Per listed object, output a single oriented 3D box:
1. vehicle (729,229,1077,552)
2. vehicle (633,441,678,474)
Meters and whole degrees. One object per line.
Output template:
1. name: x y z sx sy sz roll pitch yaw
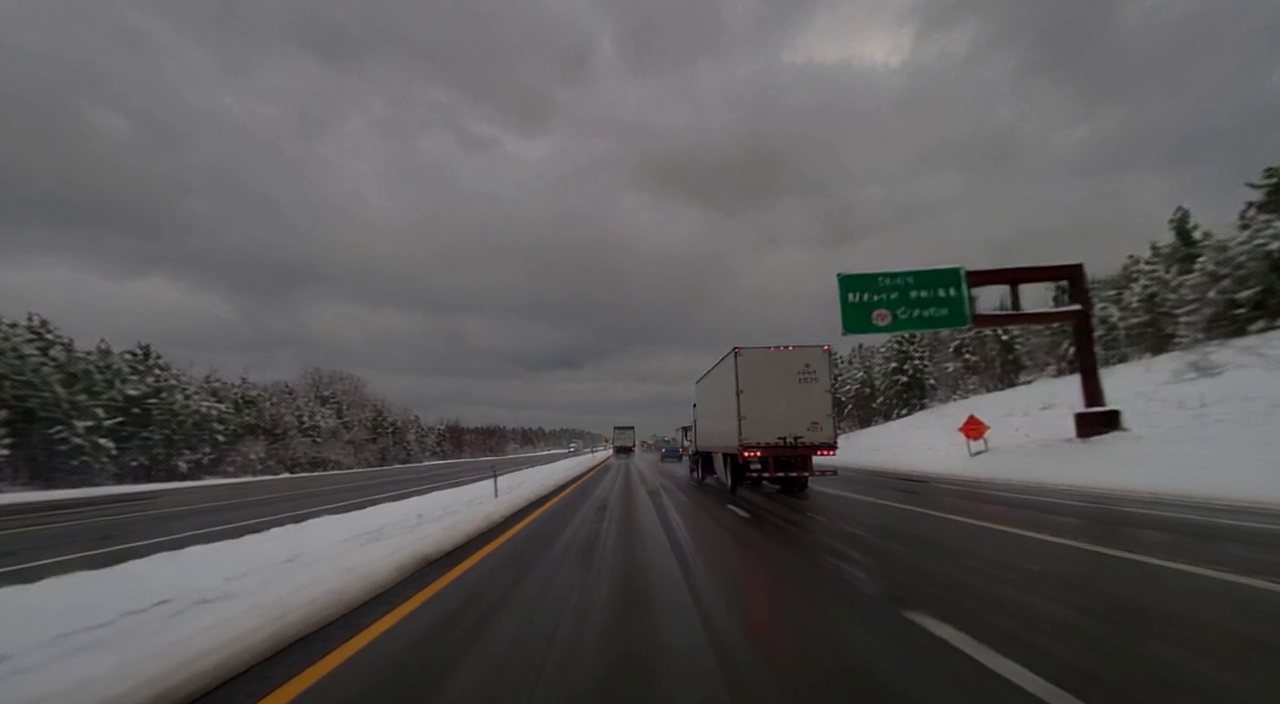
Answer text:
1. vehicle: 3.849 1.054 12.128 2.816 4.086 8.486 0 -9 -1
2. vehicle: 0.883 5.608 33.455 2.127 1.642 3.899 -1 -9 5
